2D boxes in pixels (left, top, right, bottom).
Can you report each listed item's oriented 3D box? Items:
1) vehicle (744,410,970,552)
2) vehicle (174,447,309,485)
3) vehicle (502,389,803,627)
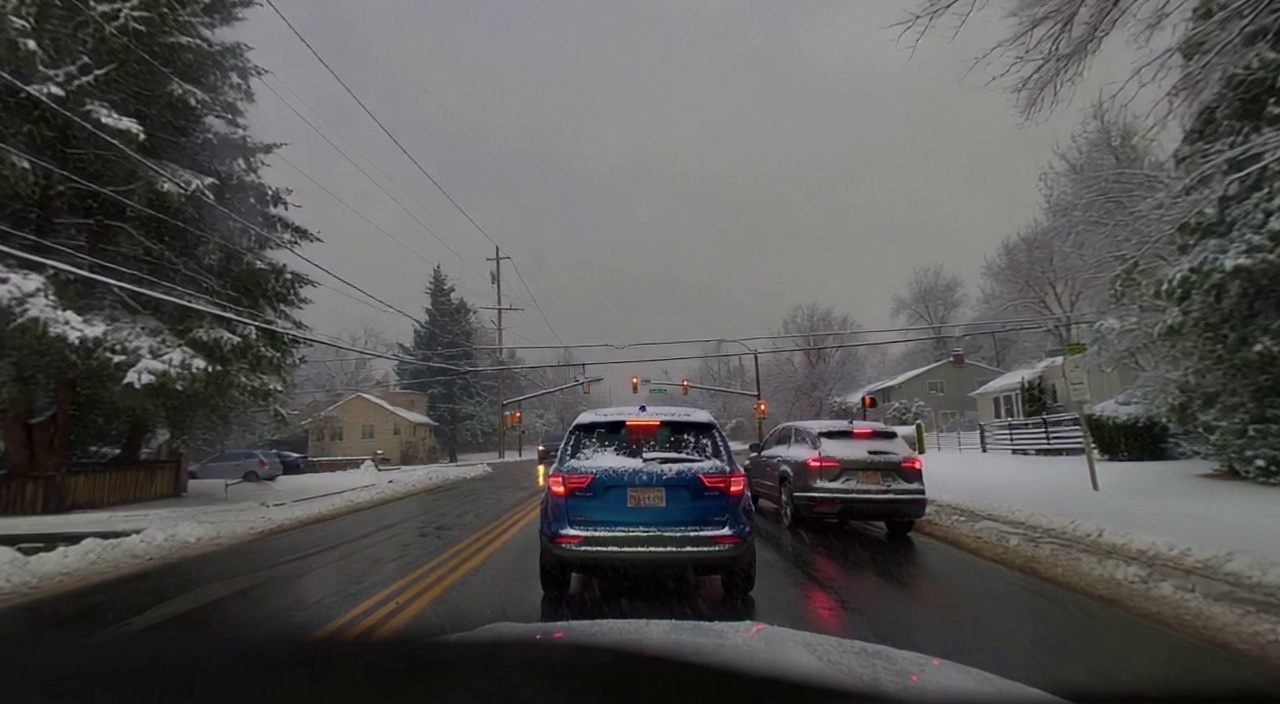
[{"bbox_3d":[3.073,1.924,10.079,1.967,1.756,4.281,0,-8,-1],"label":"vehicle"},{"bbox_3d":[-16.153,4.632,25.715,4.245,1.446,1.827,0,-8,1],"label":"vehicle"},{"bbox_3d":[0.062,1.420,6.654,2.151,1.695,4.100,0,-8,-1],"label":"vehicle"}]
